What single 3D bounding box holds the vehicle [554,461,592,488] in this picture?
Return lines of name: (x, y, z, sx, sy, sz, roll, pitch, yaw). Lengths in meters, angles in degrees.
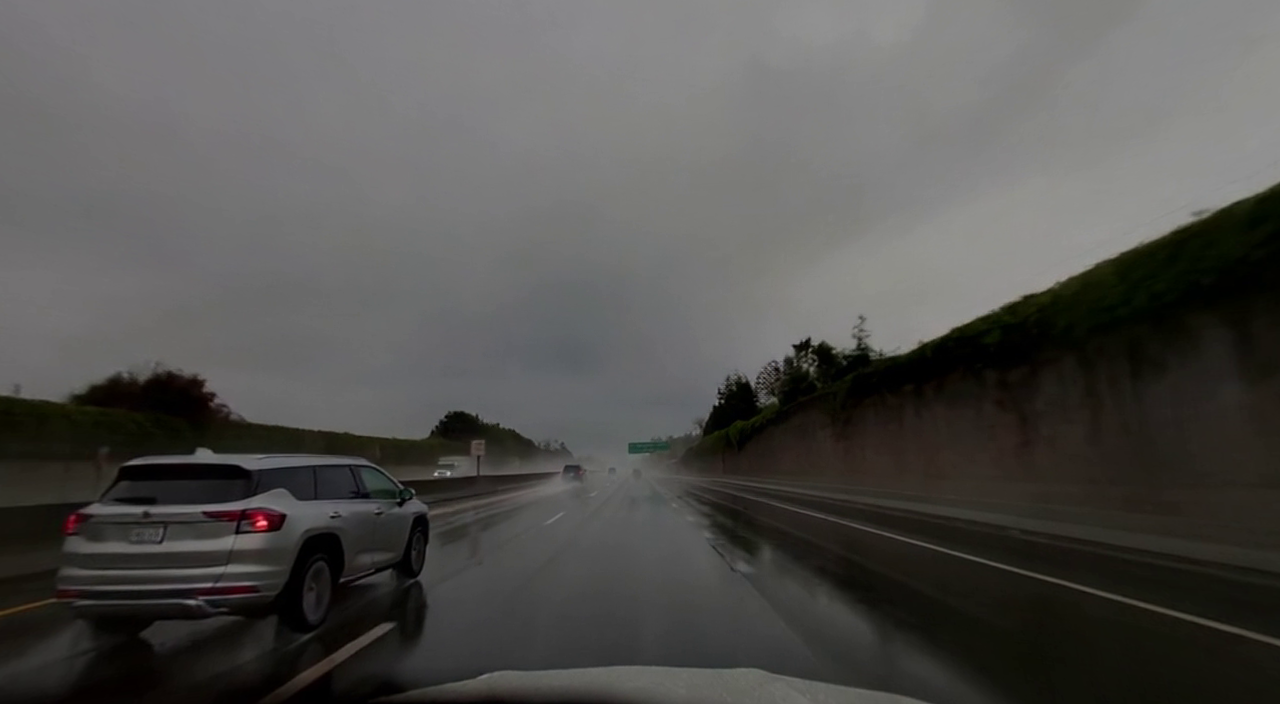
vehicle: (-4.584, 8.481, 43.839, 2.178, 1.736, 4.847, 1, -10, 0)
